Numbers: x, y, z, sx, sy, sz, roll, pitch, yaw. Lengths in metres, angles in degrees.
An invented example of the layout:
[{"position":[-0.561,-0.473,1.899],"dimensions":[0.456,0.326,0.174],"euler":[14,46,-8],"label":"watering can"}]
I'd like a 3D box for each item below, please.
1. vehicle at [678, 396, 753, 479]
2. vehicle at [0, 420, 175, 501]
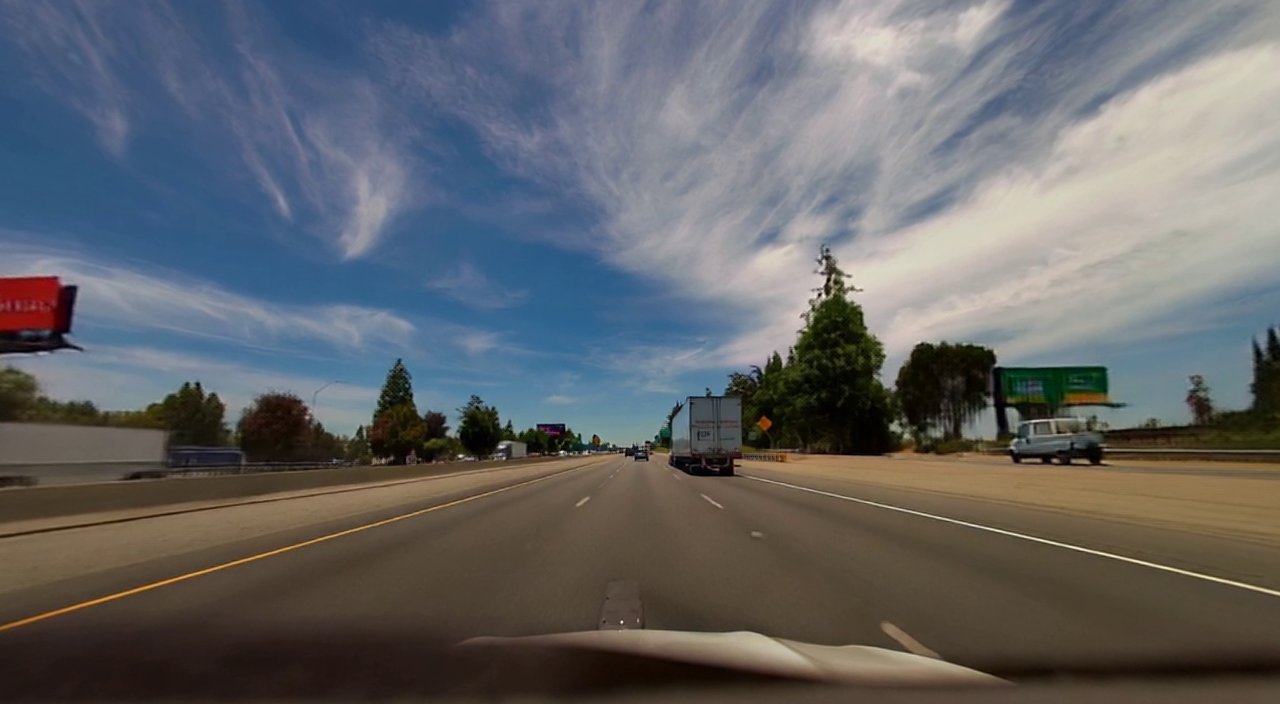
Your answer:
[{"position":[4.320,5.393,39.243],"dimensions":[3.058,4.312,12.251],"euler":[0,-9,0],"label":"vehicle"},{"position":[-33.446,6.083,35.480],"dimensions":[3.313,3.977,14.449],"euler":[0,-9,2],"label":"vehicle"}]
